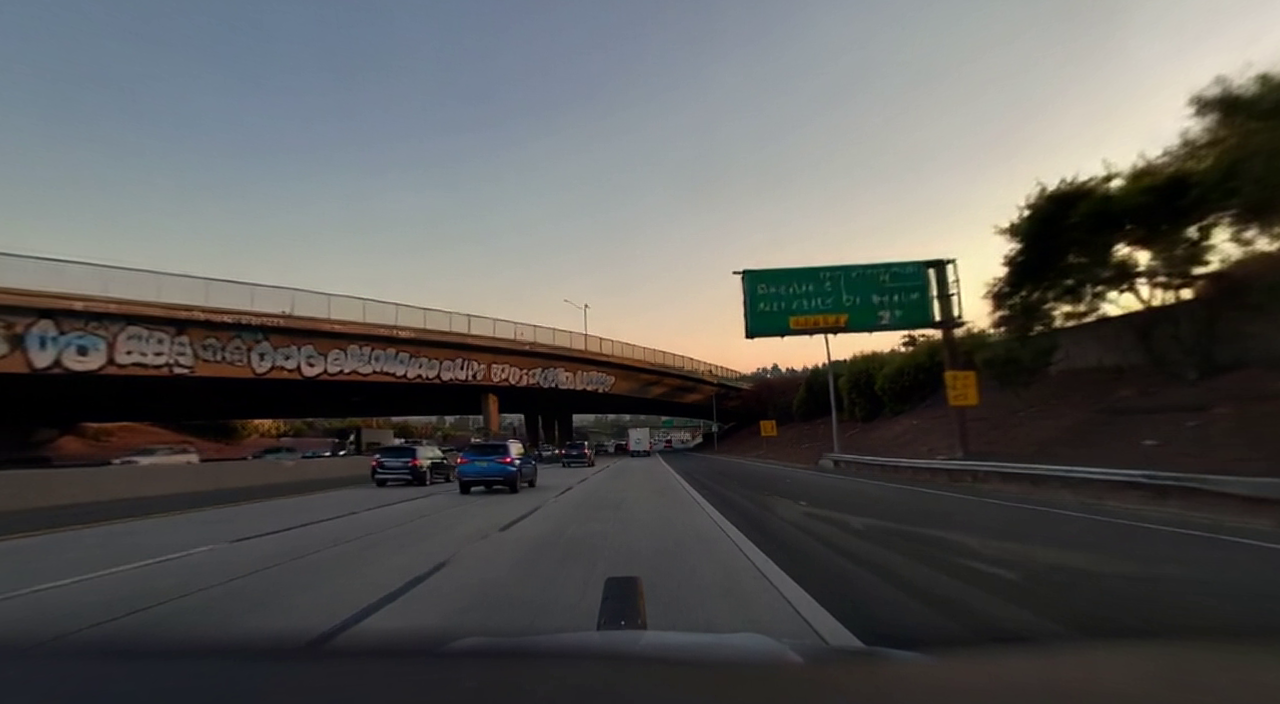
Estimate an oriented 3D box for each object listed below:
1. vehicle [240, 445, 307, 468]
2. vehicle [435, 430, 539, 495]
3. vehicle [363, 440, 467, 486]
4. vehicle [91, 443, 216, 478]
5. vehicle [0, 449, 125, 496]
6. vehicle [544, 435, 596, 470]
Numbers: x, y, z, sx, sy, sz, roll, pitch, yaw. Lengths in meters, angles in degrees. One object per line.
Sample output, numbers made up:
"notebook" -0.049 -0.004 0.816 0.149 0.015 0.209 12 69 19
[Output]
"vehicle" -27.418 7.840 47.153 2.039 1.597 4.846 0 -8 0
"vehicle" -4.275 3.144 18.221 1.969 1.633 3.962 0 -8 1
"vehicle" -7.844 3.899 22.444 1.917 1.449 4.727 0 -8 0
"vehicle" -24.069 5.344 31.398 1.969 1.580 5.258 0 -8 1
"vehicle" -20.634 4.126 21.977 1.749 1.441 3.952 0 -8 1
"vehicle" -3.560 5.256 32.916 2.154 1.693 4.394 0 -8 1
